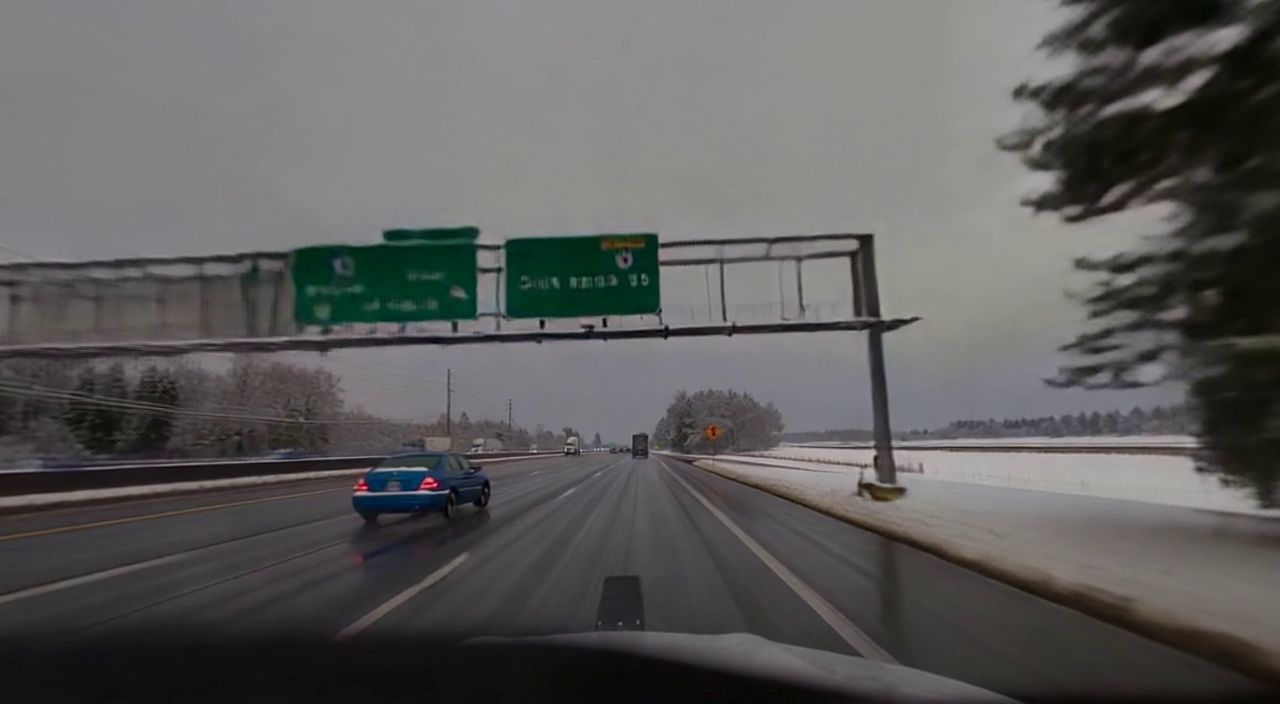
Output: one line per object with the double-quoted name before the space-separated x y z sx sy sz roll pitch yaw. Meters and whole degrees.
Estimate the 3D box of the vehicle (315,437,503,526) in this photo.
"vehicle" -4.419 2.543 12.984 2.104 1.501 4.459 0 -9 1

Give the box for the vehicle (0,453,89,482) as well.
"vehicle" -36.190 6.886 37.786 1.822 1.519 4.725 0 -9 1
